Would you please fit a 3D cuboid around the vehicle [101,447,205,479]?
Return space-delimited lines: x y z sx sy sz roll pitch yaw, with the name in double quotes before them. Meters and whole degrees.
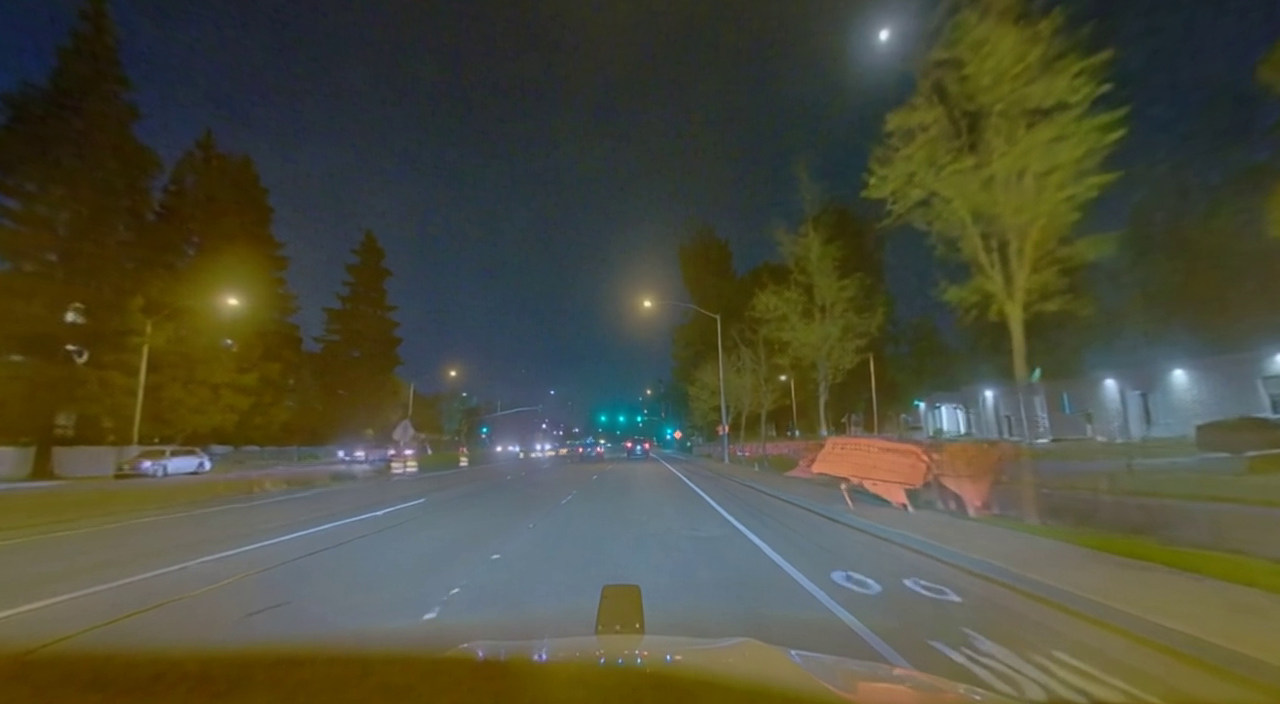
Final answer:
"vehicle" -24.788 5.643 32.278 1.834 1.502 4.346 0 -8 0

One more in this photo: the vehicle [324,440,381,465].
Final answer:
"vehicle" -20.965 7.346 46.146 2.020 1.685 4.491 0 -8 0

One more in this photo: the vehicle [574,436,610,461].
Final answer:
"vehicle" -3.336 6.805 44.649 2.198 1.663 4.519 0 -8 1

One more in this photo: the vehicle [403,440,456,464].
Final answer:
"vehicle" -14.152 6.713 42.530 1.953 1.509 4.452 0 -8 1
